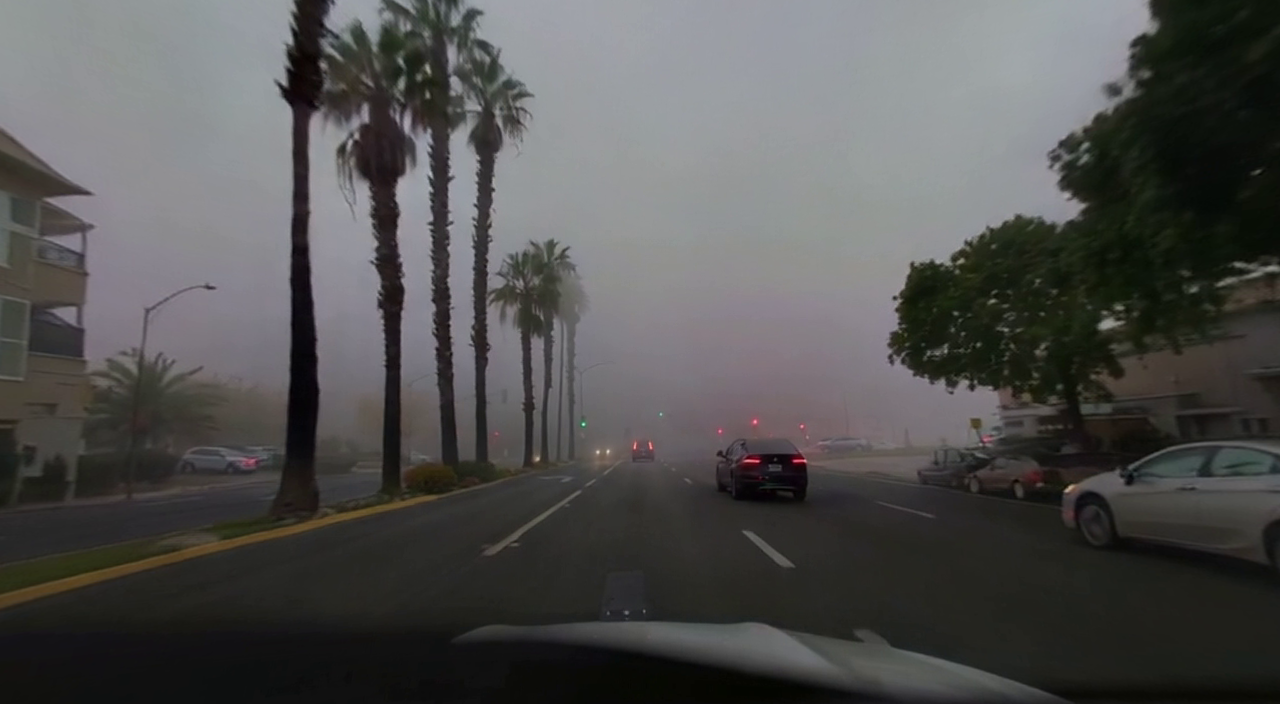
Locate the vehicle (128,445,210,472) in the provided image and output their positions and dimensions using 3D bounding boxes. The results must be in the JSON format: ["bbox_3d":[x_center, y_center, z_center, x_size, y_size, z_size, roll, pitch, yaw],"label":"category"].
[{"bbox_3d":[-30.773,6.953,41.395,1.898,1.692,4.455,0,-9,0],"label":"vehicle"}]

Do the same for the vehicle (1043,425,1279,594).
[{"bbox_3d":[6.551,1.507,6.403,1.890,1.471,4.566,0,-9,0],"label":"vehicle"}]

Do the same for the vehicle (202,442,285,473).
[{"bbox_3d":[-25.706,6.843,41.150,2.070,1.856,5.069,0,-9,0],"label":"vehicle"}]

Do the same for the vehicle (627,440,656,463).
[{"bbox_3d":[0.139,7.596,48.235,2.087,1.709,4.076,0,-9,1],"label":"vehicle"}]

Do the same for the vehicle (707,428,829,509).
[{"bbox_3d":[2.867,2.731,15.220,2.009,1.639,4.267,0,-9,0],"label":"vehicle"}]

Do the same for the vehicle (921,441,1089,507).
[{"bbox_3d":[10.113,3.397,18.035,1.916,1.548,4.799,2,-9,-1],"label":"vehicle"}]
